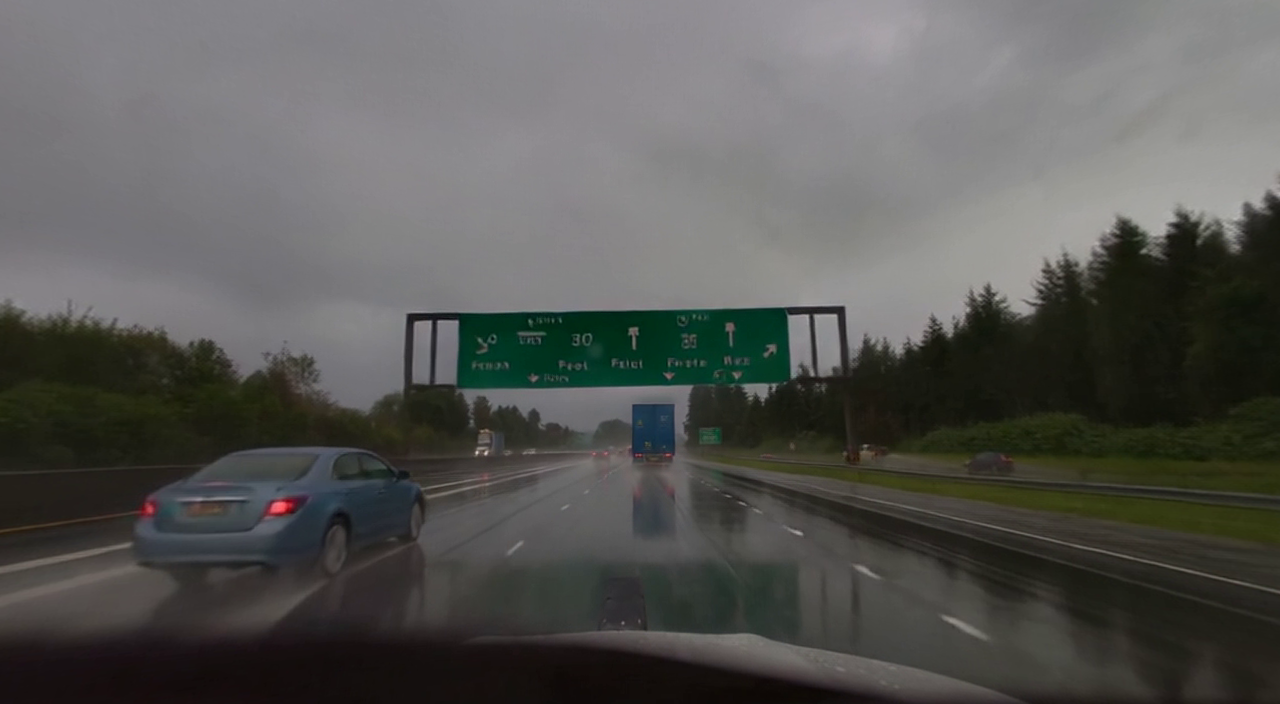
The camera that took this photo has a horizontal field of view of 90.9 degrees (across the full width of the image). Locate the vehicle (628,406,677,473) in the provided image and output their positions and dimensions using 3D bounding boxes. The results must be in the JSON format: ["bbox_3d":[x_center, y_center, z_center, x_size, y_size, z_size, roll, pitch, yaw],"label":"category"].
[{"bbox_3d":[0.800,6.145,43.942,3.022,4.072,10.318,0,-9,0],"label":"vehicle"}]

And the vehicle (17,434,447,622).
[{"bbox_3d":[-3.939,1.737,7.286,1.931,1.466,4.458,0,-9,1],"label":"vehicle"}]
